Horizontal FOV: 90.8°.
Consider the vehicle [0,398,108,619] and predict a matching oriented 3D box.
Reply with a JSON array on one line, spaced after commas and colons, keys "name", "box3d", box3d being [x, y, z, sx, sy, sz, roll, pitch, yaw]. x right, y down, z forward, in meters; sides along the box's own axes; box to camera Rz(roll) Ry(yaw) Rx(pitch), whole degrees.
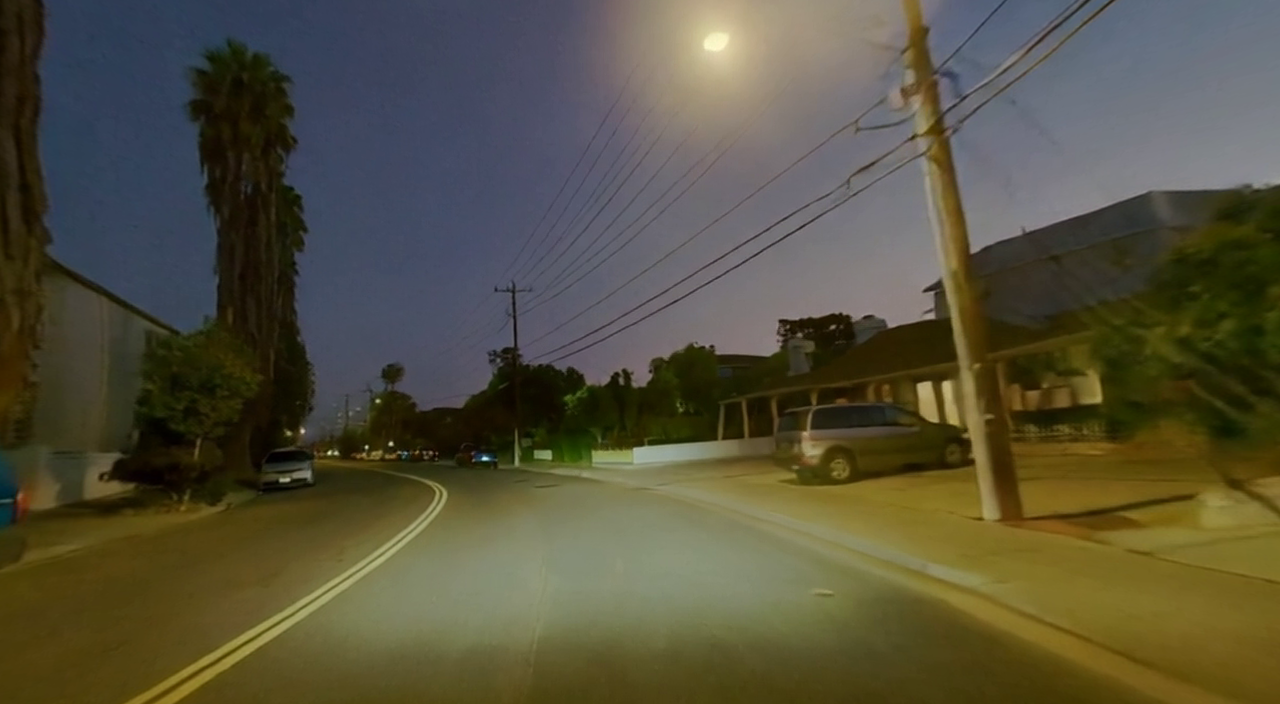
[{"name": "vehicle", "box3d": [-7.419, 1.318, 4.382, 2.552, 2.134, 6.076, -3, -9, -5]}]

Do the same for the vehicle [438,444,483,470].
[{"name": "vehicle", "box3d": [-11.525, 6.681, 40.334, 1.870, 1.490, 3.802, 4, -8, -29]}]

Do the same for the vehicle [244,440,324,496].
[{"name": "vehicle", "box3d": [-13.534, 4.409, 24.330, 2.410, 1.790, 4.699, 1, -9, -26]}]

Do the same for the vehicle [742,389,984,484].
[{"name": "vehicle", "box3d": [5.406, 2.068, 15.597, 5.102, 2.040, 2.472, 2, -8, -18]}]

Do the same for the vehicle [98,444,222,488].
[{"name": "vehicle", "box3d": [-22.004, 5.191, 29.173, 4.060, 1.843, 1.979, 3, -8, -20]}]
